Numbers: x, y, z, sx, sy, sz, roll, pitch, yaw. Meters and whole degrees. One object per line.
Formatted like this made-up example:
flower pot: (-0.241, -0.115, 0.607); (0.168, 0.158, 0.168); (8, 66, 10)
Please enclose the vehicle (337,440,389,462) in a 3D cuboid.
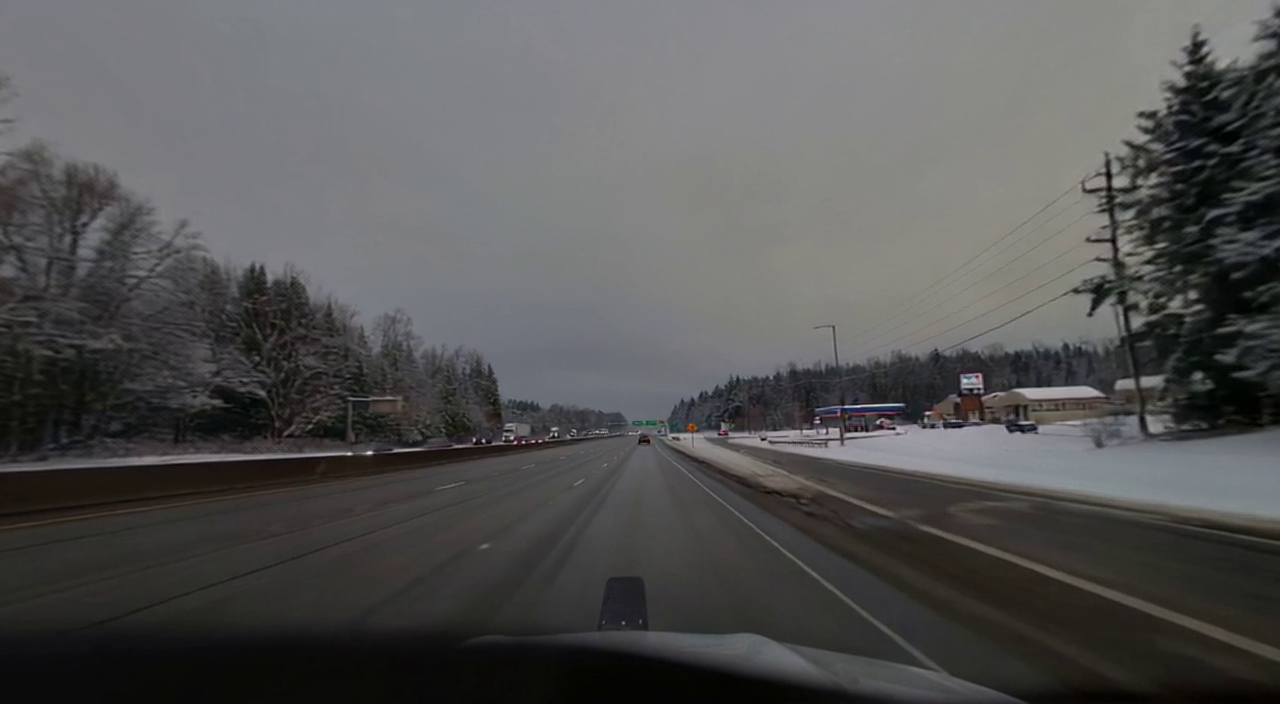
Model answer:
vehicle: (-19.705, 7.025, 45.007); (1.746, 1.452, 4.193); (0, -8, 0)
